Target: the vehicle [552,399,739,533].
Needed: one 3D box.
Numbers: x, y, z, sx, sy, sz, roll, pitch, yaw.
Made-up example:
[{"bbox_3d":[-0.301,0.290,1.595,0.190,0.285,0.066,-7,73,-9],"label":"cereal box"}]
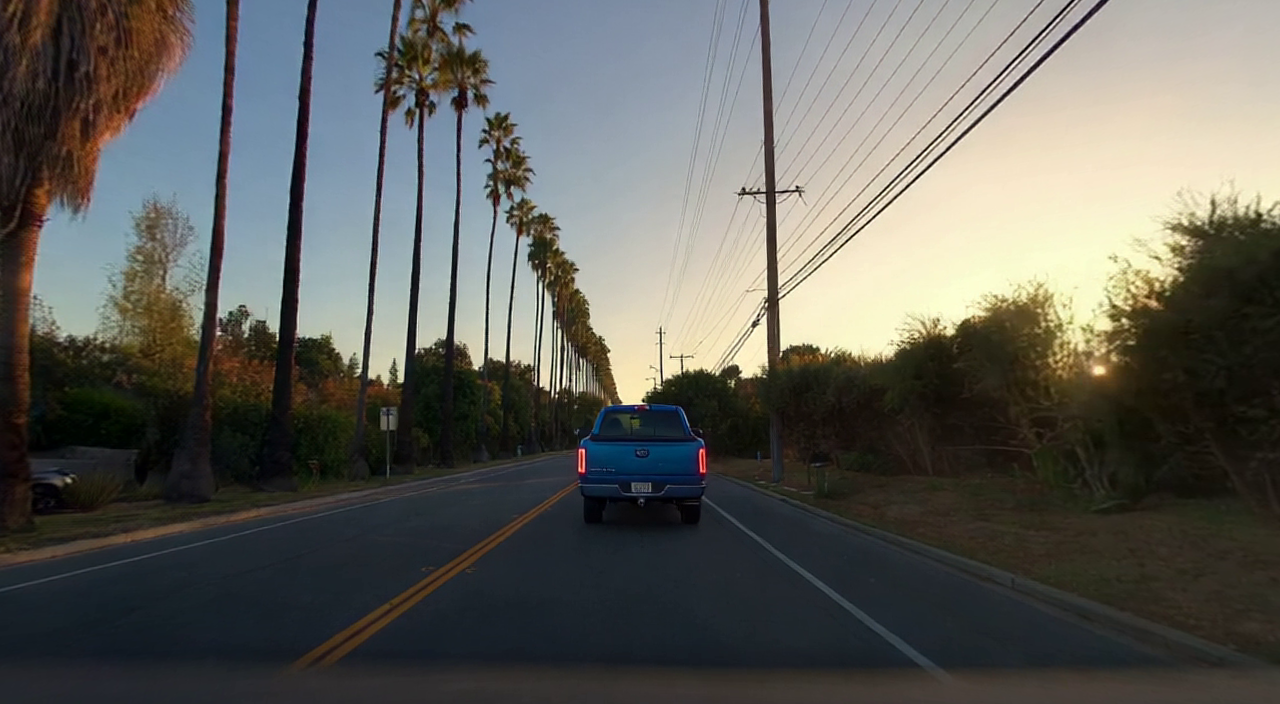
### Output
[{"bbox_3d":[0.046,2.152,12.469,2.803,2.005,5.885,0,-8,-1],"label":"vehicle"}]
